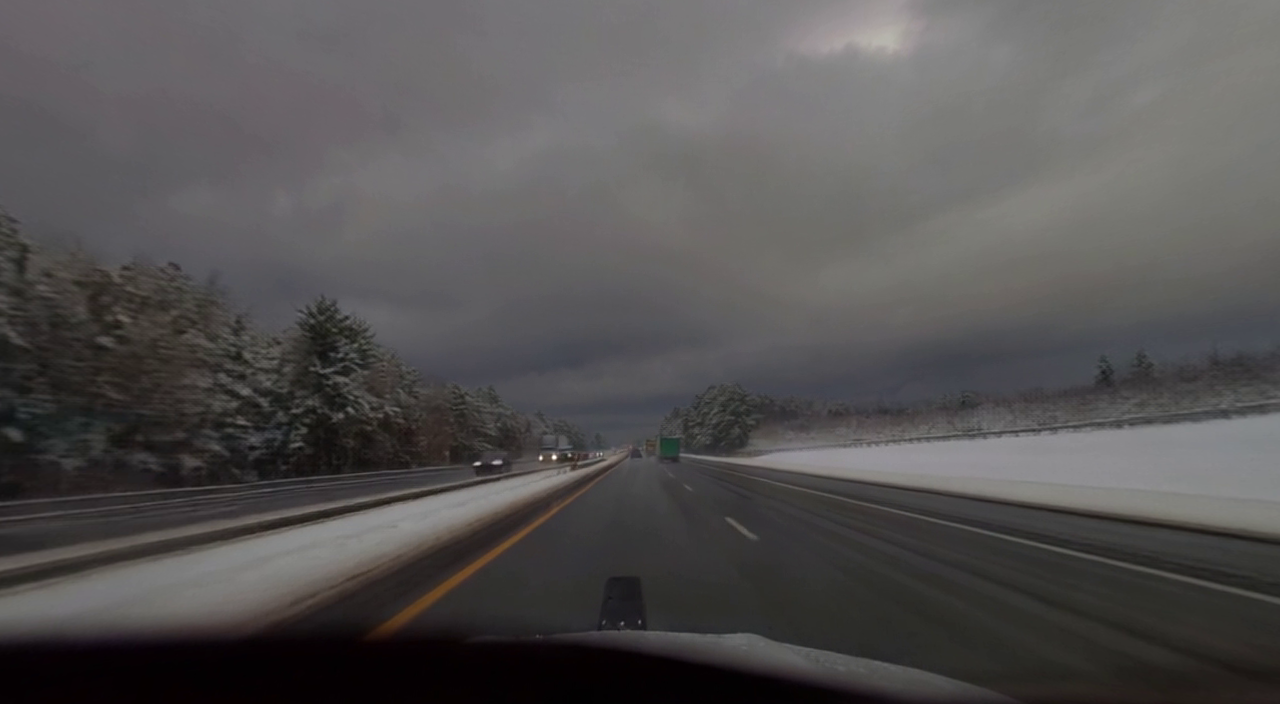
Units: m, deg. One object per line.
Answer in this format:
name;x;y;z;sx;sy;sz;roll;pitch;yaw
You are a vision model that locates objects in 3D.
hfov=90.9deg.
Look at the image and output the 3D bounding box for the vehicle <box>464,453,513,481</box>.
vehicle;-8.757;6.657;36.741;1.858;1.512;4.033;0;-9;0
